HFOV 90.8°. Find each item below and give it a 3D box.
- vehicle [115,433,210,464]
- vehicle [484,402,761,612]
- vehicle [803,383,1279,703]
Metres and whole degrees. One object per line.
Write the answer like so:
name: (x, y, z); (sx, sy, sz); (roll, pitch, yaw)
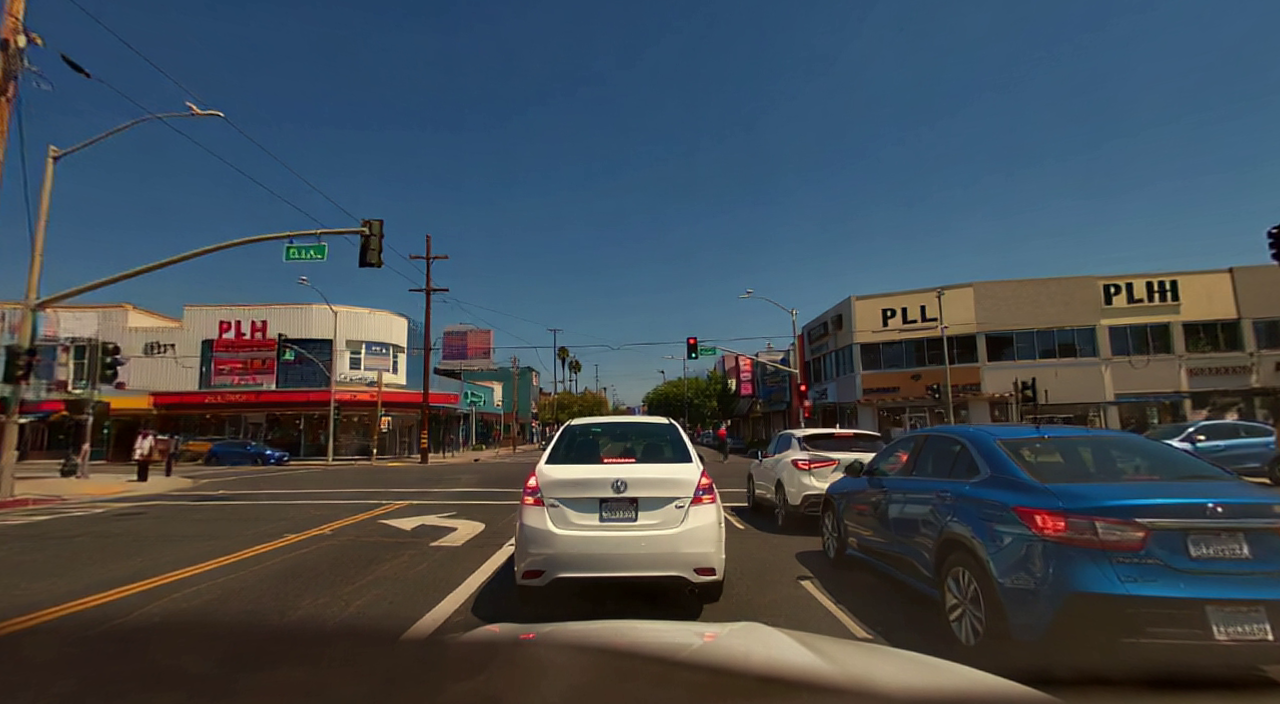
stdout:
vehicle: (-25.797, 5.228, 34.175); (4.253, 1.570, 2.132); (-4, -9, 23)
vehicle: (-0.127, 1.539, 7.273); (2.123, 1.589, 4.702); (0, -8, 0)
vehicle: (3.037, 1.305, 5.449); (1.983, 1.654, 4.354); (0, -8, -1)
